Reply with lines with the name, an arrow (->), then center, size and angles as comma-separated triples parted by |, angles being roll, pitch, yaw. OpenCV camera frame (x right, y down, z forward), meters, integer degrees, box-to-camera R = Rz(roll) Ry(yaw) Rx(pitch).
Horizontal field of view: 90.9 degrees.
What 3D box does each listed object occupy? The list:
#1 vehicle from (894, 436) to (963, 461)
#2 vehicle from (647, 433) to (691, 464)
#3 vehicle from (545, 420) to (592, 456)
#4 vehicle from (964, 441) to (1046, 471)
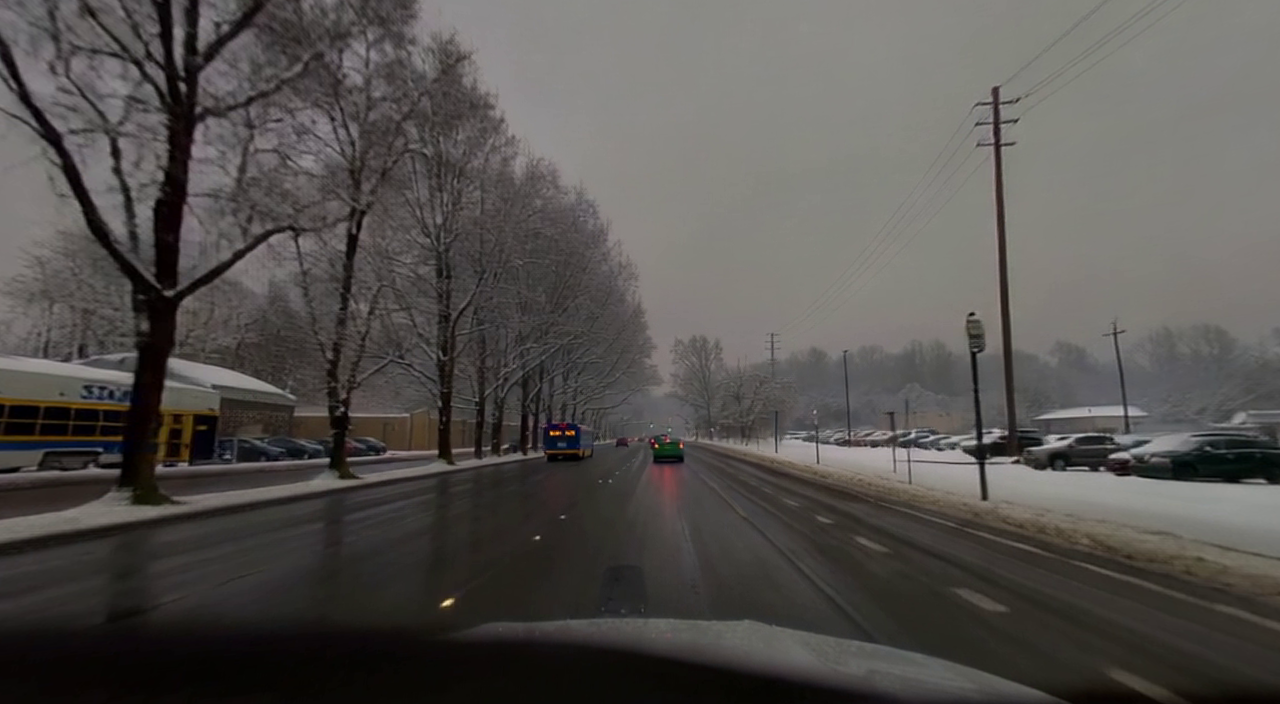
vehicle -> 20.294, 6.816, 44.691 | 2.229, 1.661, 5.991 | 0, -9, 2
vehicle -> 1.469, 5.044, 32.890 | 2.123, 1.498, 4.226 | 0, -9, 1
vehicle -> -5.285, 6.559, 47.817 | 2.485, 2.556, 6.363 | -1, -9, 3
vehicle -> 19.672, 5.607, 34.252 | 1.849, 1.466, 4.831 | -1, -9, 4
